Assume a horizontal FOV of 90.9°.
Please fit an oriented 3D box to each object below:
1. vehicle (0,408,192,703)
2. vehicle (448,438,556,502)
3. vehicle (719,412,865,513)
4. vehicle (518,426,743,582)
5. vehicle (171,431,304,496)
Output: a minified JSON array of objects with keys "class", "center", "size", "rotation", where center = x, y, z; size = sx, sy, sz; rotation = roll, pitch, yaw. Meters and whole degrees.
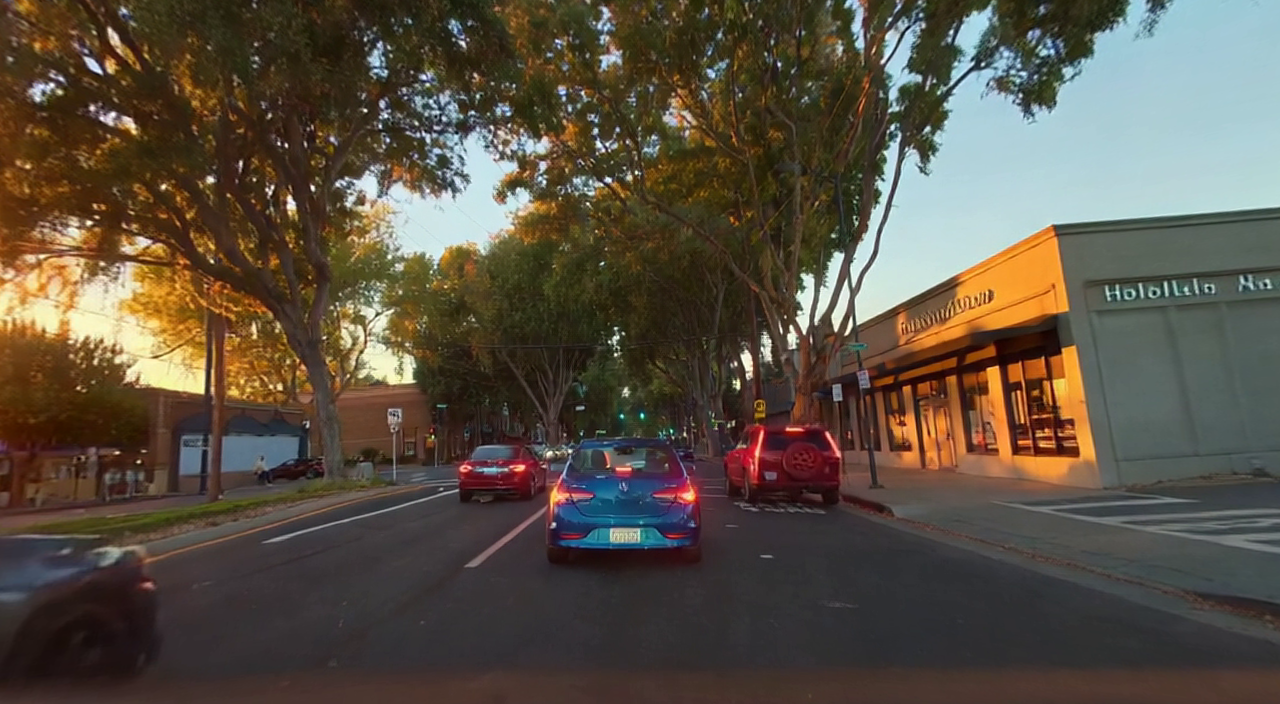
[{"class":"vehicle","center":[-3.393,0.750,1.025],"size":[2.029,1.456,4.414],"rotation":[0,-9,1]},{"class":"vehicle","center":[-3.476,3.056,16.725],"size":[1.905,1.473,4.016],"rotation":[0,-9,1]},{"class":"vehicle","center":[3.310,2.524,14.838],"size":[2.152,1.987,4.527],"rotation":[0,-9,-2]},{"class":"vehicle","center":[-0.114,1.769,8.148],"size":[2.160,1.482,4.037],"rotation":[0,-9,-1]},{"class":"vehicle","center":[-19.166,5.321,30.510],"size":[2.286,2.777,5.926],"rotation":[0,-9,2]}]
